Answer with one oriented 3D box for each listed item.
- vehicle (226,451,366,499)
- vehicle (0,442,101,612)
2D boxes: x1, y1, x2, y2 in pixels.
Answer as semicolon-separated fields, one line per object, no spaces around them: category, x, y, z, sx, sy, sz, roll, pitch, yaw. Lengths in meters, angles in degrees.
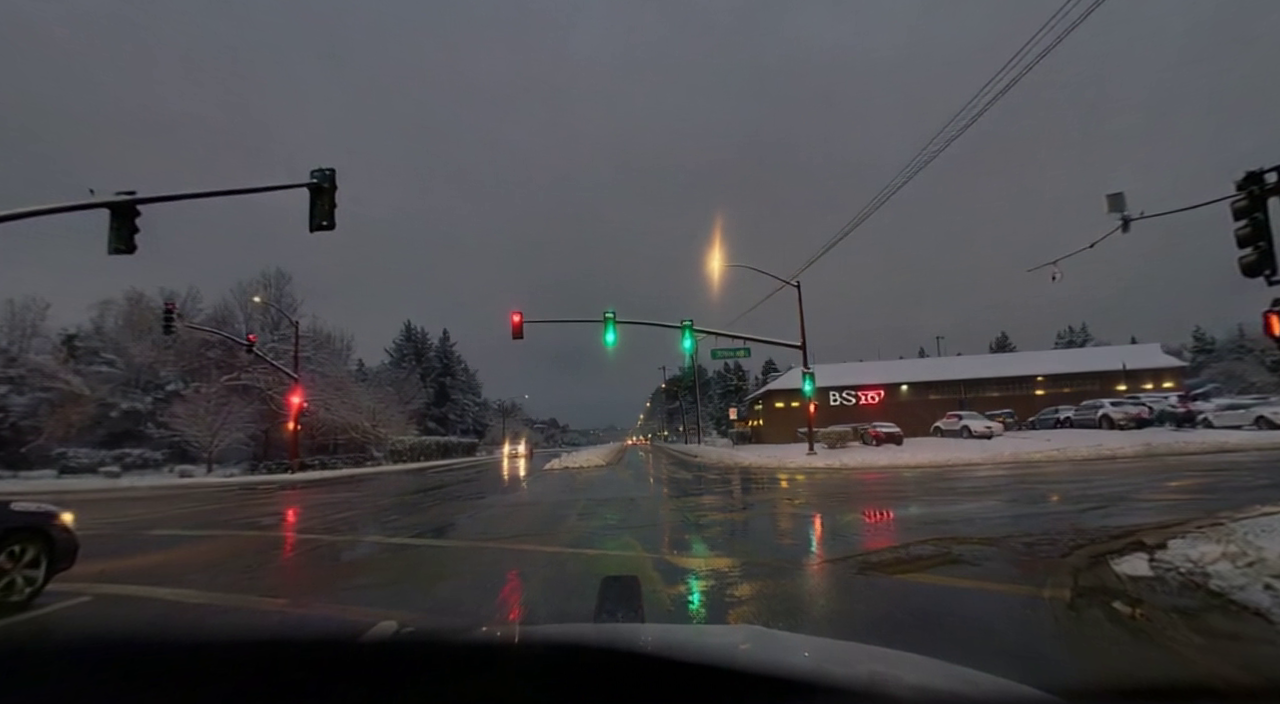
vehicle;-12.997;4.644;24.179;4.298;1.466;1.921;-1;-8;-12
vehicle;-6.416;1.341;4.281;1.928;1.451;4.219;0;-9;-3
